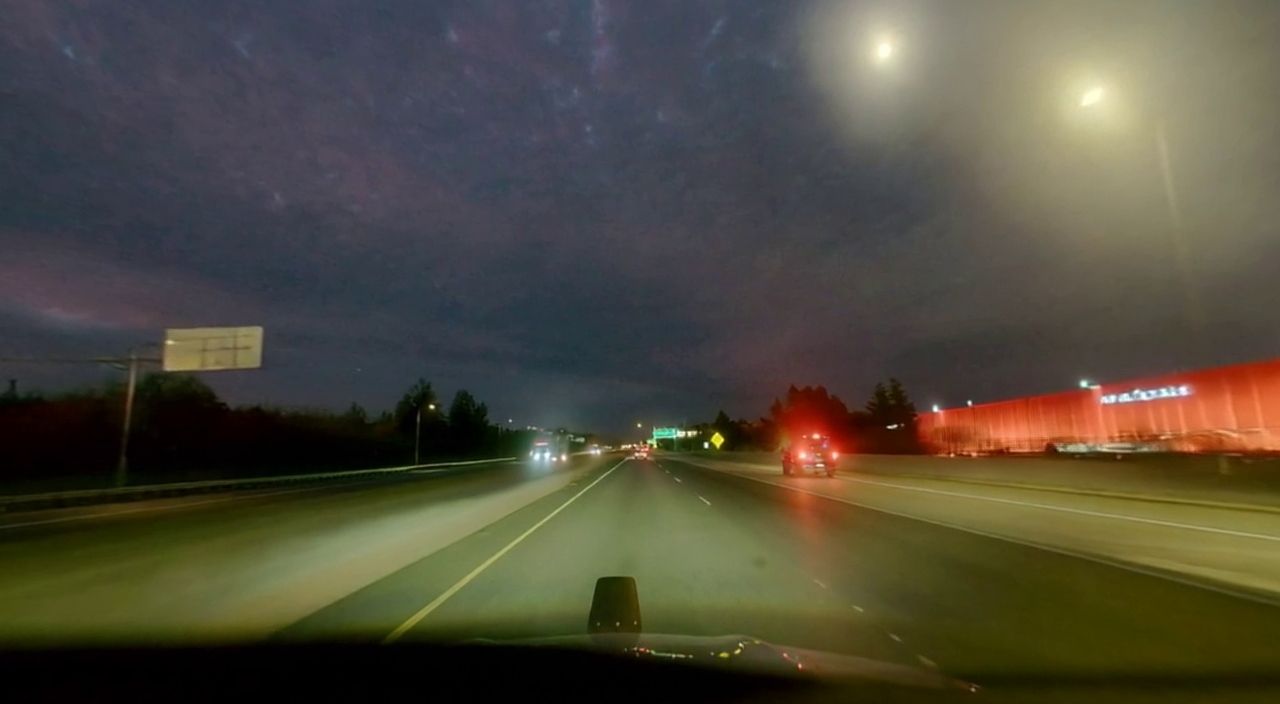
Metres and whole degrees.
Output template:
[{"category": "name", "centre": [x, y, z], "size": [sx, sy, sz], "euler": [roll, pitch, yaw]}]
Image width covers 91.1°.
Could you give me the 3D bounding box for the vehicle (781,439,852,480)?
[{"category": "vehicle", "centre": [8.912, 5.483, 32.272], "size": [2.156, 1.943, 5.010], "euler": [0, -9, 0]}]
